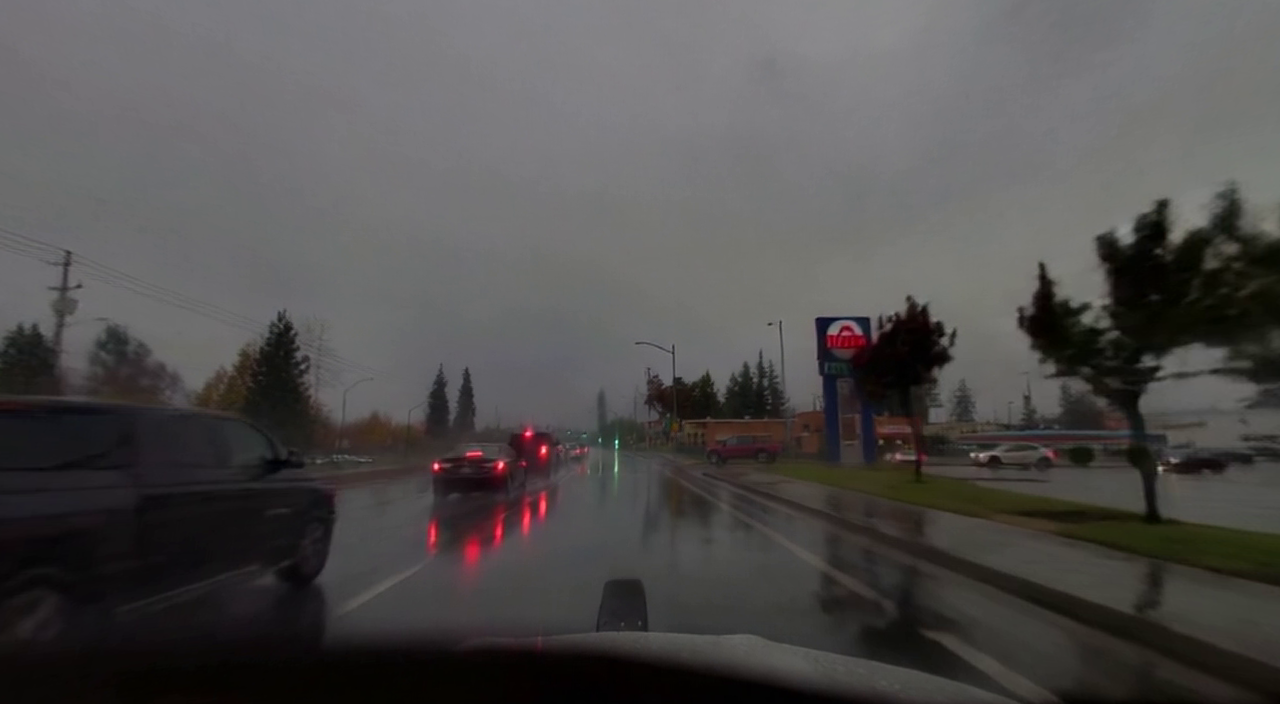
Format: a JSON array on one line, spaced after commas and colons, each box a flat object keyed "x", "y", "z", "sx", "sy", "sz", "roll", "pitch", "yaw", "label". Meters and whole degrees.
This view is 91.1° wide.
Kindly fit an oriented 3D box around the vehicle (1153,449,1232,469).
[{"x": 41.385, "y": 8.033, "z": 47.147, "sx": 1.904, "sy": 1.443, "sz": 4.535, "roll": 0, "pitch": -9, "yaw": 2, "label": "vehicle"}]

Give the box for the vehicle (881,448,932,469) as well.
[{"x": 19.383, "y": 7.751, "z": 45.848, "sx": 1.646, "sy": 1.418, "sz": 3.910, "roll": 1, "pitch": -8, "yaw": -6, "label": "vehicle"}]

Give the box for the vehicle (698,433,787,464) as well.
[{"x": 5.901, "y": 5.662, "z": 36.692, "sx": 4.813, "sy": 1.622, "sz": 2.110, "roll": -2, "pitch": -11, "yaw": 3, "label": "vehicle"}]

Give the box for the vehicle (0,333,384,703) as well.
[{"x": -4.145, "y": 1.163, "z": 4.957, "sx": 2.222, "sy": 1.899, "sz": 5.006, "roll": 0, "pitch": -8, "yaw": -1, "label": "vehicle"}]

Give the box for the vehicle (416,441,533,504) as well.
[{"x": -4.155, "y": 3.082, "z": 16.606, "sx": 2.113, "sy": 1.446, "sz": 4.309, "roll": 0, "pitch": -8, "yaw": -3, "label": "vehicle"}]

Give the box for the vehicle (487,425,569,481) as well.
[{"x": -4.712, "y": 4.372, "z": 27.501, "sx": 2.664, "sy": 2.122, "sz": 6.124, "roll": 0, "pitch": -8, "yaw": -2, "label": "vehicle"}]

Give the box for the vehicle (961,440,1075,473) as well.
[{"x": 21.789, "y": 6.041, "z": 36.405, "sx": 5.120, "sy": 1.817, "sz": 2.154, "roll": -1, "pitch": -8, "yaw": 8, "label": "vehicle"}]
